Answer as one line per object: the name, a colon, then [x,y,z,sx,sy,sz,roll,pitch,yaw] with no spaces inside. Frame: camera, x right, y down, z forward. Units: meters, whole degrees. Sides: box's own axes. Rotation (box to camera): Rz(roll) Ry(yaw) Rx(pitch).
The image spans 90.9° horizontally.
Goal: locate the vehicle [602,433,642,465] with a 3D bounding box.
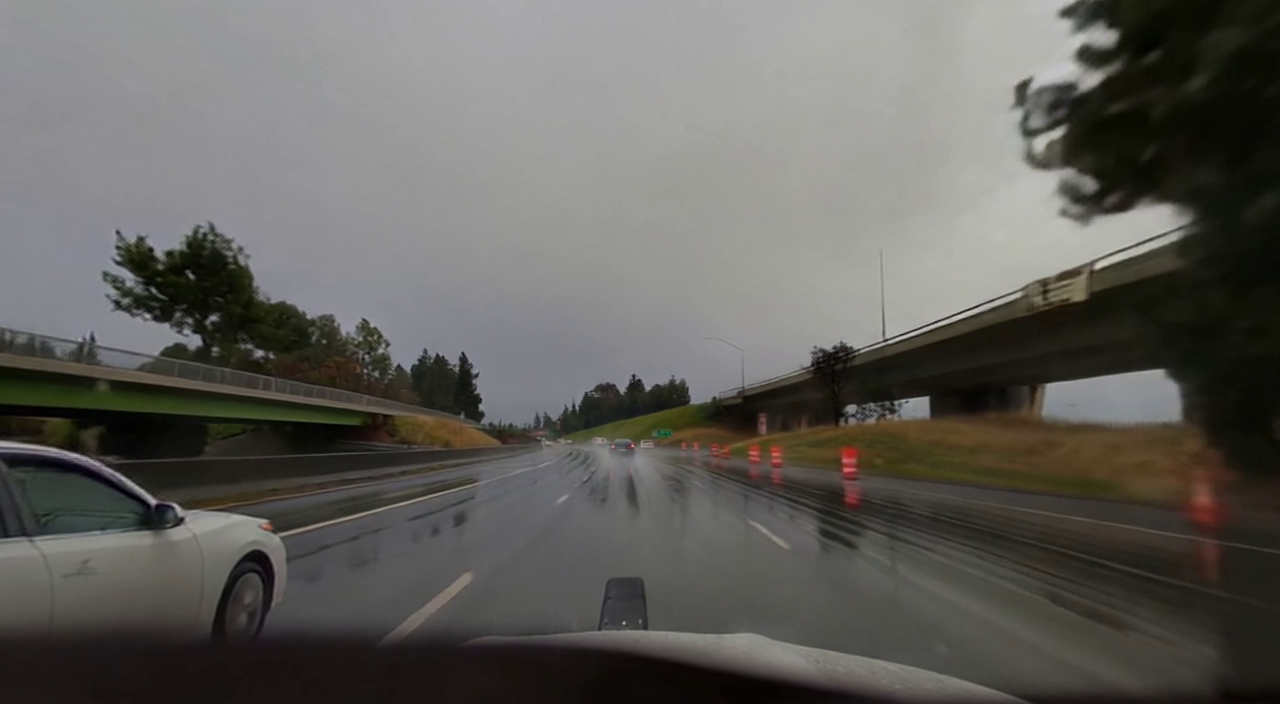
vehicle: [-1.181,6.011,39.247,2.328,1.805,4.502,0,-8,-3]
